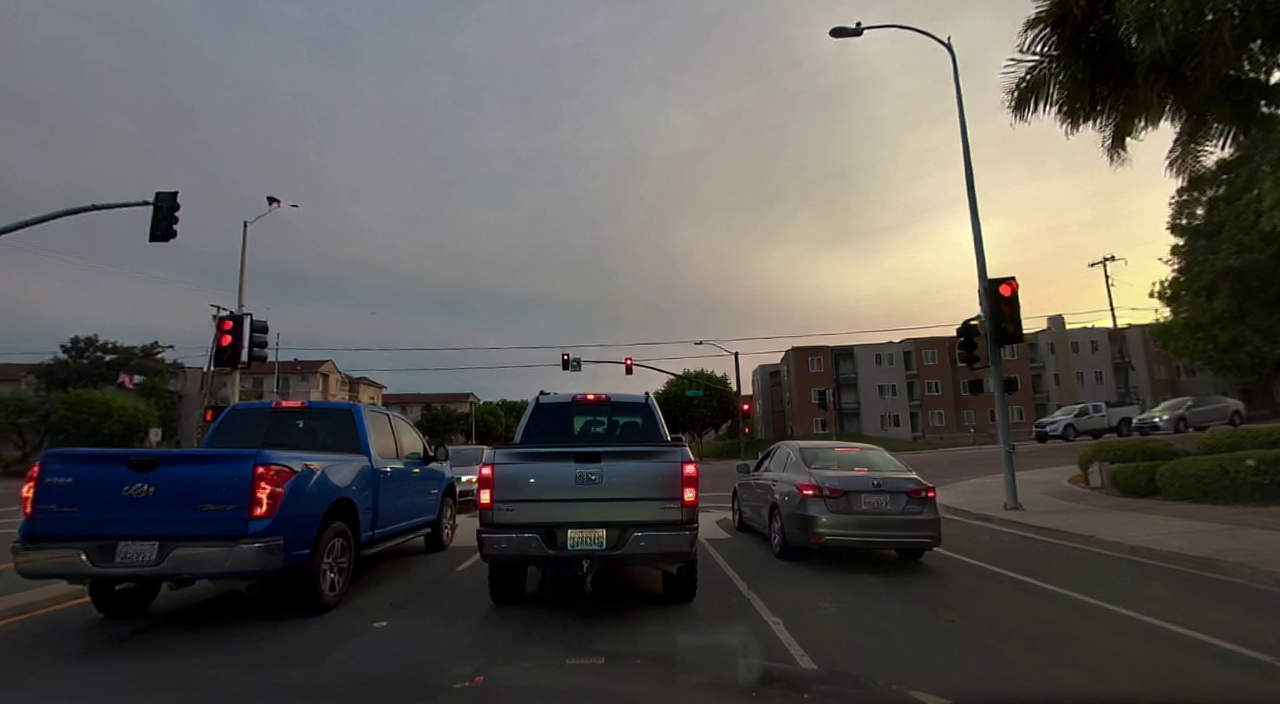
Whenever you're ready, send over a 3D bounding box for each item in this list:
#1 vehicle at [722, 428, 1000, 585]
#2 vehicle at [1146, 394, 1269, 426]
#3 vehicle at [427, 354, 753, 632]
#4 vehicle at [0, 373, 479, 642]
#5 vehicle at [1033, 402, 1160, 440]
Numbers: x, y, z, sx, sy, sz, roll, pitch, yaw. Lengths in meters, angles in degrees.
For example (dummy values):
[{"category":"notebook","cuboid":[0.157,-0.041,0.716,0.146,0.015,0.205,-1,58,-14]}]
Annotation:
[{"category":"vehicle","cuboid":[2.411,1.815,8.306,2.016,1.481,4.336,0,-9,-1]},{"category":"vehicle","cuboid":[29.279,3.036,32.697,4.540,1.543,1.803,0,-9,0]},{"category":"vehicle","cuboid":[-0.392,1.314,6.760,2.282,1.964,4.421,0,-9,-1]},{"category":"vehicle","cuboid":[-3.464,1.437,6.961,2.146,1.828,5.148,0,-9,-2]},{"category":"vehicle","cuboid":[23.352,3.578,32.488,4.721,1.866,2.188,0,-9,2]}]
